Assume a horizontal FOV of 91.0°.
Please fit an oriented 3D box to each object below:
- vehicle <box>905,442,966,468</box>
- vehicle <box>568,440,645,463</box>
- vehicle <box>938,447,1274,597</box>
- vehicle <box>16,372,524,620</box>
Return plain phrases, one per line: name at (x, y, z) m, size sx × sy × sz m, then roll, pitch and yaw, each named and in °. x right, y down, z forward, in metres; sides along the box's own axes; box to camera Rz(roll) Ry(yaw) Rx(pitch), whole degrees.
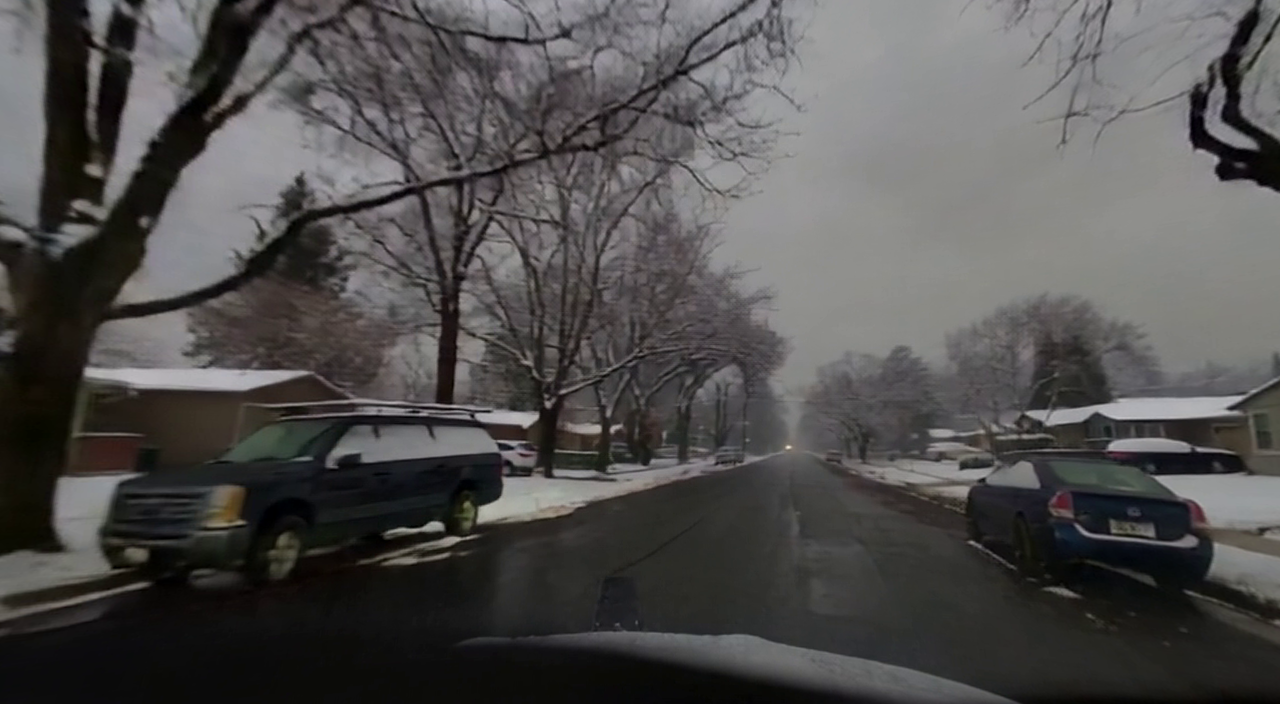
vehicle at (20.913, 7.294, 44.688) m, size 3.647 × 1.784 × 1.650 m, roll -3°, pitch -8°, yaw 16°
vehicle at (-2.324, 6.925, 43.901) m, size 4.977 × 1.558 × 2.079 m, roll -2°, pitch -8°, yaw 14°
vehicle at (5.779, 2.052, 8.733) m, size 1.959 × 1.431 × 4.647 m, roll -2°, pitch -8°, yaw 13°
vehicle at (-3.921, 1.686, 8.610) m, size 2.337 × 2.084 × 6.088 m, roll -3°, pitch -9°, yaw 13°
